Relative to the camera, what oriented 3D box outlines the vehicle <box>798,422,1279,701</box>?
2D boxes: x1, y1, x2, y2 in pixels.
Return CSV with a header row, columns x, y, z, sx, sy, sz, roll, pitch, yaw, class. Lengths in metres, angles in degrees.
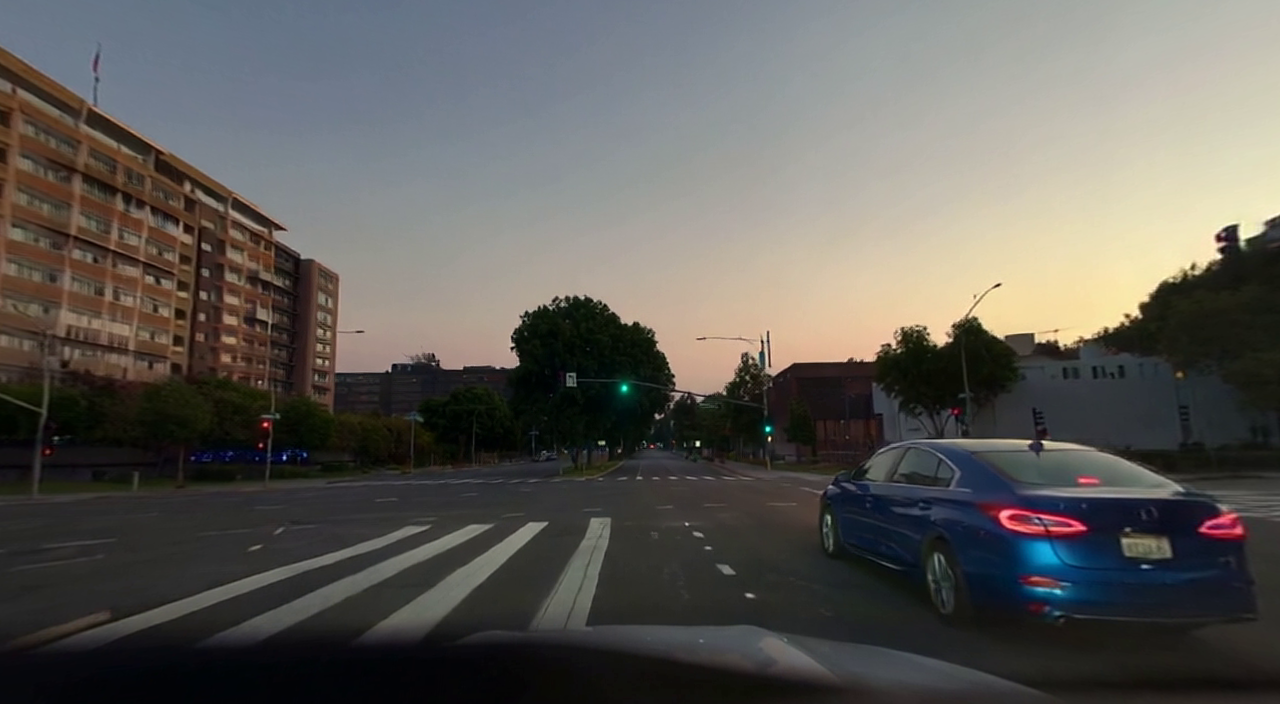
x,y,z,sx,sy,sz,roll,pitch,yaw,class
3.196,1.530,5.989,2.089,1.539,4.767,0,-9,-1,vehicle
